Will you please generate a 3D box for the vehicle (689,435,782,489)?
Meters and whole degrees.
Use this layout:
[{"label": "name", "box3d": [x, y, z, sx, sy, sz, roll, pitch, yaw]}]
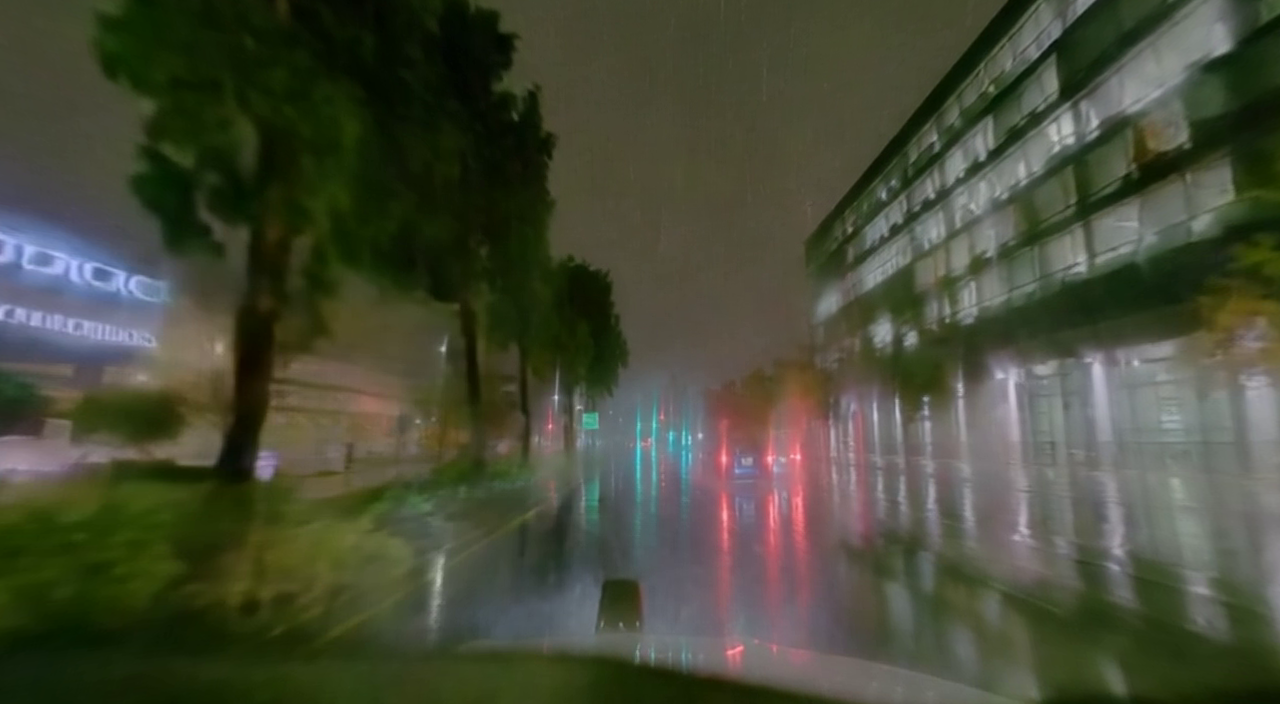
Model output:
[{"label": "vehicle", "box3d": [2.821, 3.370, 19.760, 2.131, 1.491, 4.496, 0, -8, -1]}]
